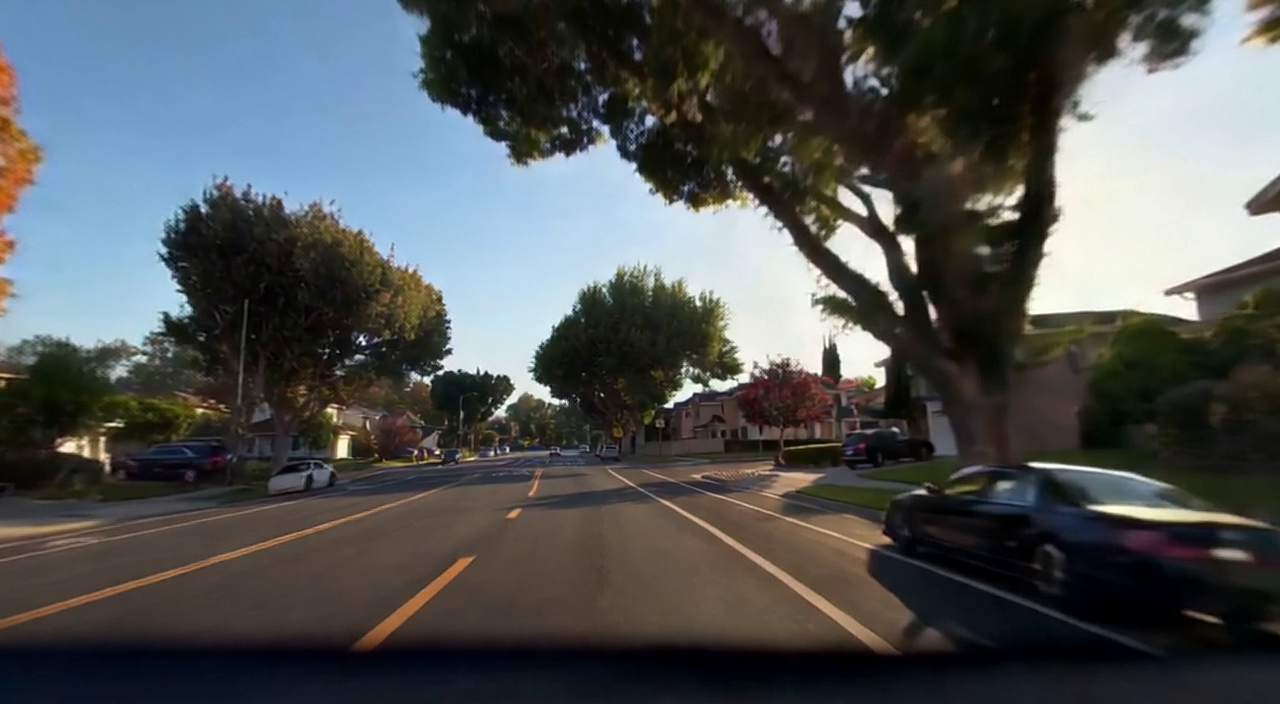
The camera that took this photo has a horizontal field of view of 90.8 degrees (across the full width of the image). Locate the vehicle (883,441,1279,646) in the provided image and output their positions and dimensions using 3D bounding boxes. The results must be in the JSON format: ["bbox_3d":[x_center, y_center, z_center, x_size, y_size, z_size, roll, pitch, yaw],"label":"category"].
[{"bbox_3d":[4.517,1.697,6.684,2.029,1.449,4.028,1,-9,-5],"label":"vehicle"}]

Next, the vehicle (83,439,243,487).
[{"bbox_3d":[-21.938,5.137,29.278,5.560,1.892,2.099,-1,-9,-4],"label":"vehicle"}]

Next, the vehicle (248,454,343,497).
[{"bbox_3d":[-13.753,4.927,25.536,1.870,1.451,4.140,0,-8,-6],"label":"vehicle"}]

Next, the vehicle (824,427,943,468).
[{"bbox_3d":[10.198,4.006,26.542,4.216,1.634,1.999,2,-9,-17],"label":"vehicle"}]
